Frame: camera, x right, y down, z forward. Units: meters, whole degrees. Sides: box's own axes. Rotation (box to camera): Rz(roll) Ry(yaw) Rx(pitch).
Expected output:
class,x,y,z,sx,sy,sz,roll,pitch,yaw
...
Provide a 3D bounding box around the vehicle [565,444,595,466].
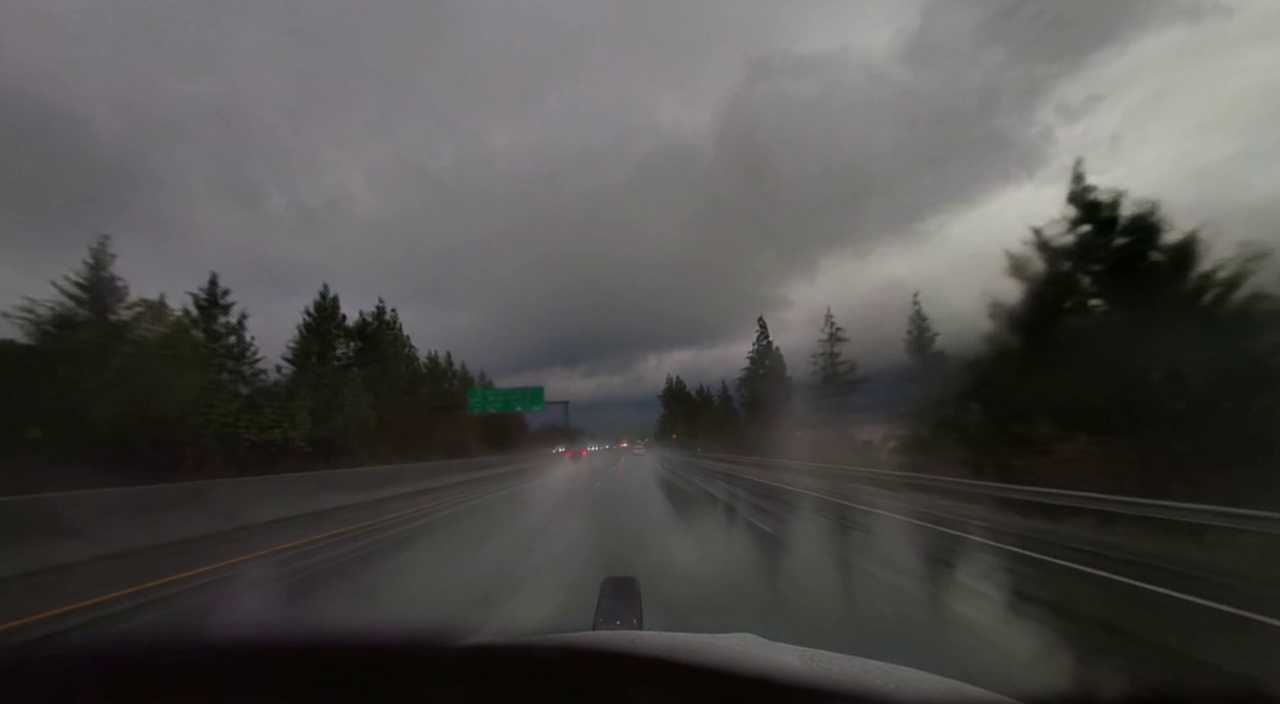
class,x,y,z,sx,sy,sz,roll,pitch,yaw
vehicle,-4.546,7.904,48.134,1.958,1.587,4.801,0,-9,-1
